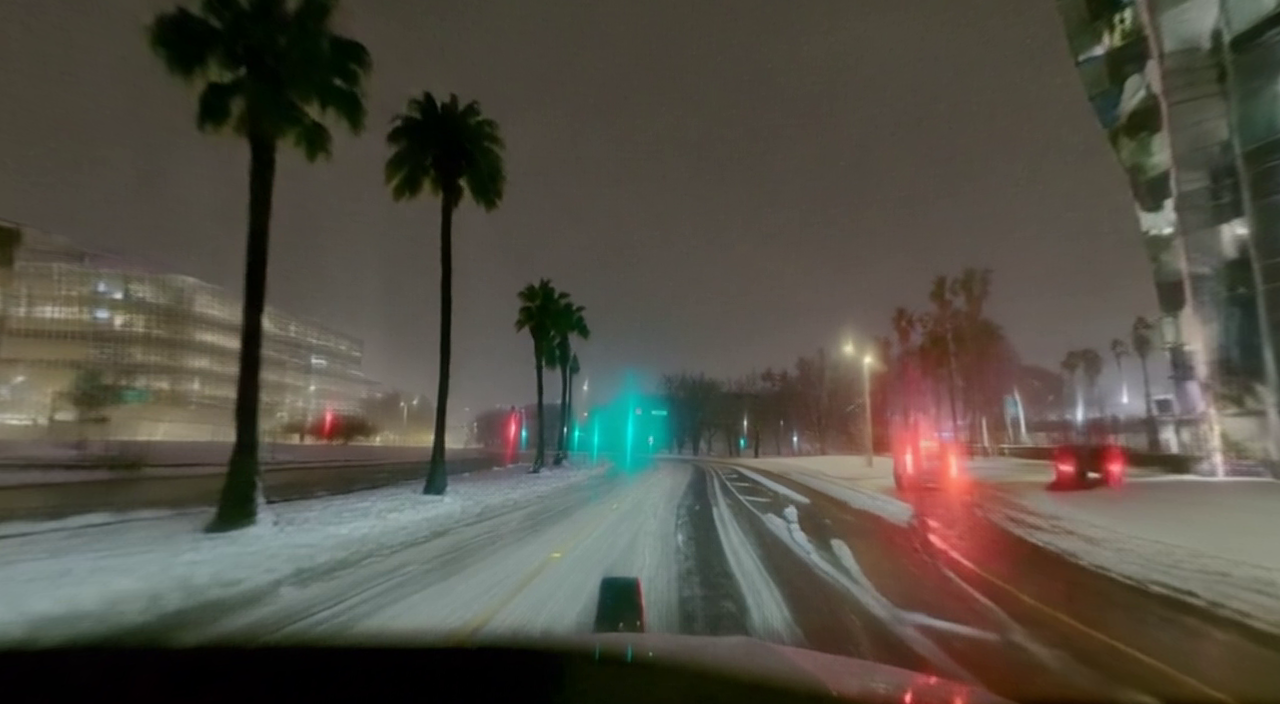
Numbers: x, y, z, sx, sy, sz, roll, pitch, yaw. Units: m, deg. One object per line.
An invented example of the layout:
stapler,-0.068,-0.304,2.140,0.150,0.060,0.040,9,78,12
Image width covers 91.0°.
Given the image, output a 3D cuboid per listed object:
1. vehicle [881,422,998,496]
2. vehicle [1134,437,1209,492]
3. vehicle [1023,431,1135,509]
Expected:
vehicle,9.598,3.403,20.403,1.813,2.150,3.038,4,-7,-16
vehicle,30.769,6.612,36.619,2.645,2.817,3.475,-10,-17,33
vehicle,14.031,3.759,20.258,2.219,2.342,1.744,-1,-9,6
